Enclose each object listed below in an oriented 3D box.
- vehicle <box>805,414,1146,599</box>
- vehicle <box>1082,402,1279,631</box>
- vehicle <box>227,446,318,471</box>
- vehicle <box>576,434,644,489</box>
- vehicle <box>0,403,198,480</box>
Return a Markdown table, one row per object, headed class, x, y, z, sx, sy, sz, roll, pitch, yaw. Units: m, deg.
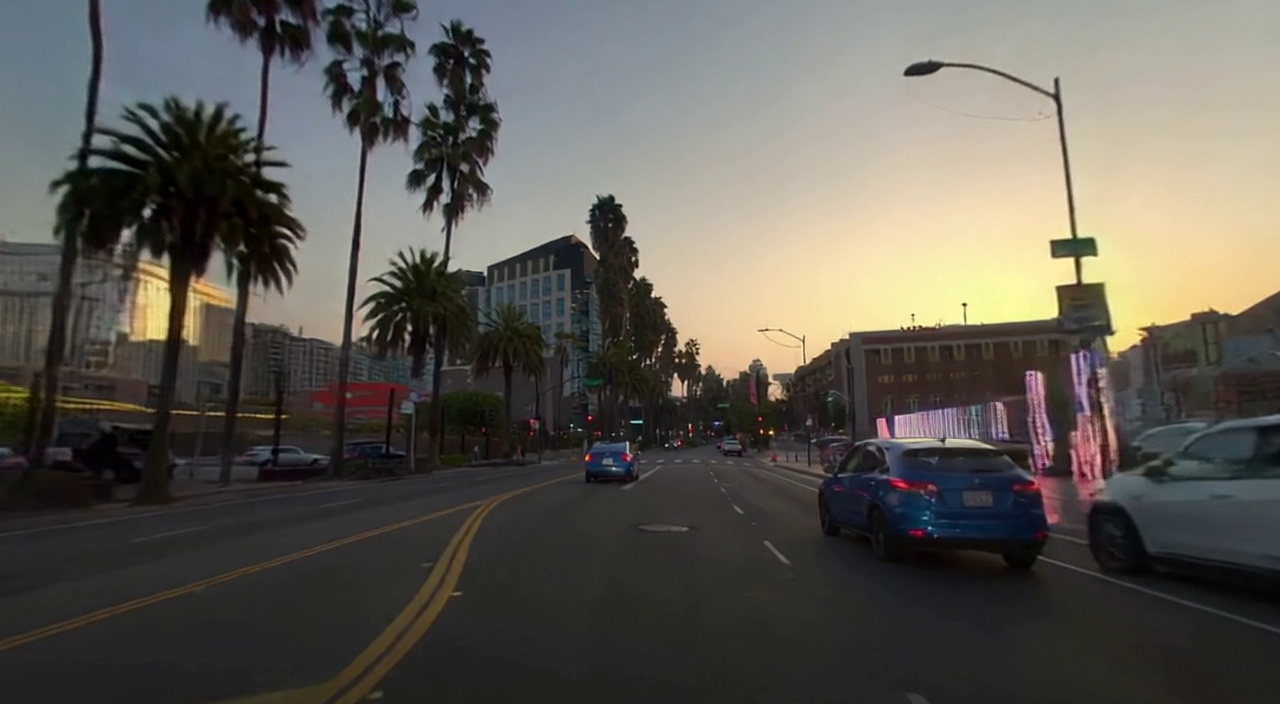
| class | x | y | z | sx | sy | sz | roll | pitch | yaw |
| --- | --- | --- | --- | --- | --- | --- | --- | --- | --- |
| vehicle | 3.617 | 1.728 | 7.976 | 1.983 | 1.654 | 4.354 | 0 | -8 | 2 |
| vehicle | 6.206 | 1.311 | 4.979 | 2.028 | 1.832 | 4.622 | 0 | -8 | 0 |
| vehicle | -23.086 | 6.671 | 39.906 | 1.800 | 1.462 | 4.752 | -4 | -9 | 24 |
| vehicle | -0.906 | 3.661 | 21.446 | 2.063 | 1.664 | 4.471 | 0 | -8 | 0 |
| vehicle | -21.447 | 3.570 | 25.200 | 2.198 | 2.684 | 5.751 | -4 | -9 | 24 |
